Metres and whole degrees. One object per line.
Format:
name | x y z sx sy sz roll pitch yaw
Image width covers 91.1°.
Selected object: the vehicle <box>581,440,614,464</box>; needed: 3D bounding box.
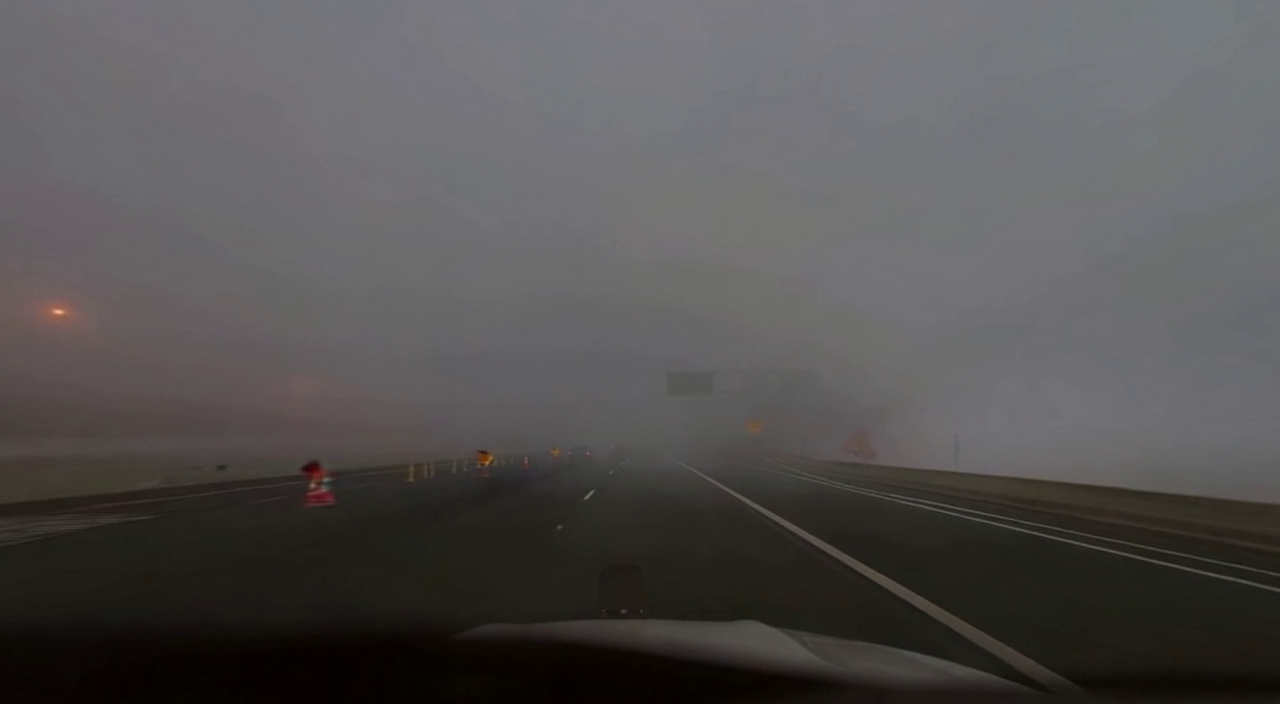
vehicle | -3.036 7.224 45.331 2.078 1.629 4.059 -1 -9 1
